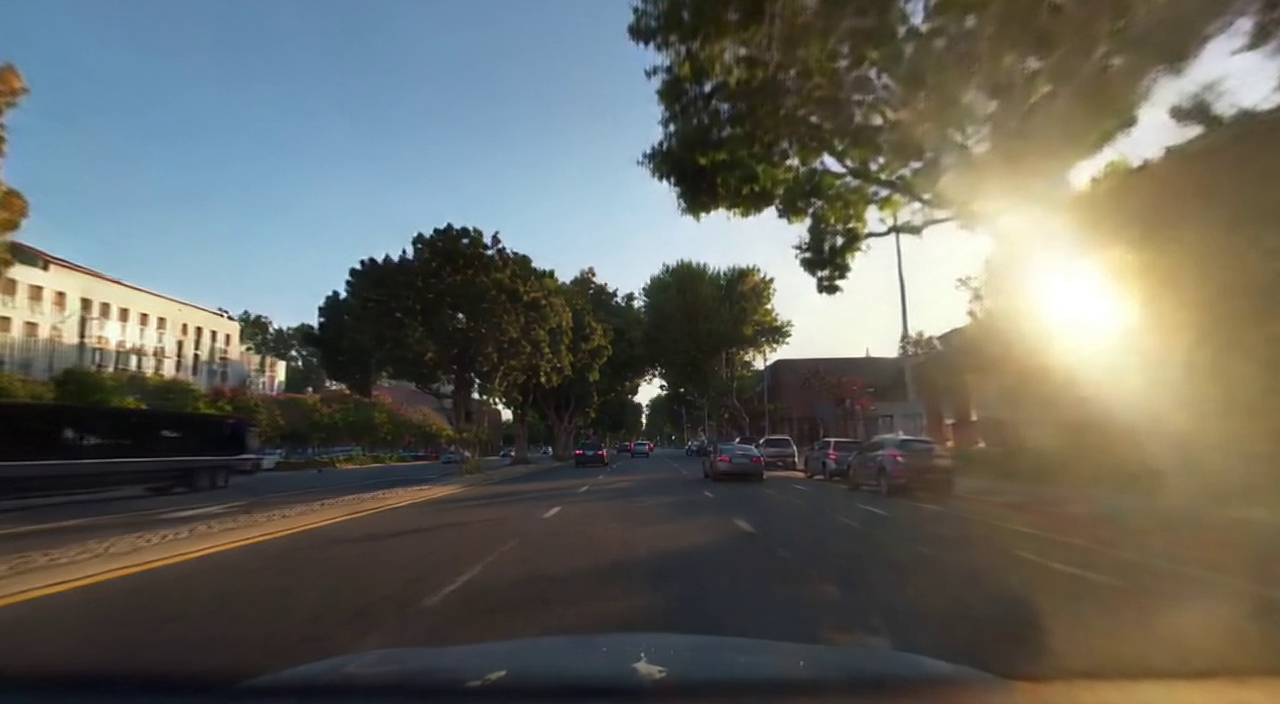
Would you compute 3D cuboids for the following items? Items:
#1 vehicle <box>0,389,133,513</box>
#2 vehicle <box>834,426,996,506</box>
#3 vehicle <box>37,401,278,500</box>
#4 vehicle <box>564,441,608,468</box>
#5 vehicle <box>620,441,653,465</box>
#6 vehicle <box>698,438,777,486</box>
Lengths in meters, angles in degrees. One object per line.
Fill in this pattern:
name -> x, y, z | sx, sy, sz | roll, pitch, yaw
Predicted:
vehicle -> -19.195, 2.686, 16.969 | 2.995, 3.396, 9.534 | 0, -8, 1
vehicle -> 6.877, 2.898, 16.495 | 2.023, 1.758, 4.795 | 0, -8, 0
vehicle -> -19.083, 4.030, 26.092 | 2.780, 3.339, 8.934 | 0, -8, 1
vehicle -> -3.093, 5.989, 36.967 | 2.082, 1.467, 4.379 | 0, -8, 1
vehicle -> -0.219, 6.745, 42.355 | 2.101, 1.480, 3.929 | 0, -8, 1
vehicle -> 3.239, 3.751, 21.847 | 1.990, 1.486, 4.431 | 0, -8, 0
